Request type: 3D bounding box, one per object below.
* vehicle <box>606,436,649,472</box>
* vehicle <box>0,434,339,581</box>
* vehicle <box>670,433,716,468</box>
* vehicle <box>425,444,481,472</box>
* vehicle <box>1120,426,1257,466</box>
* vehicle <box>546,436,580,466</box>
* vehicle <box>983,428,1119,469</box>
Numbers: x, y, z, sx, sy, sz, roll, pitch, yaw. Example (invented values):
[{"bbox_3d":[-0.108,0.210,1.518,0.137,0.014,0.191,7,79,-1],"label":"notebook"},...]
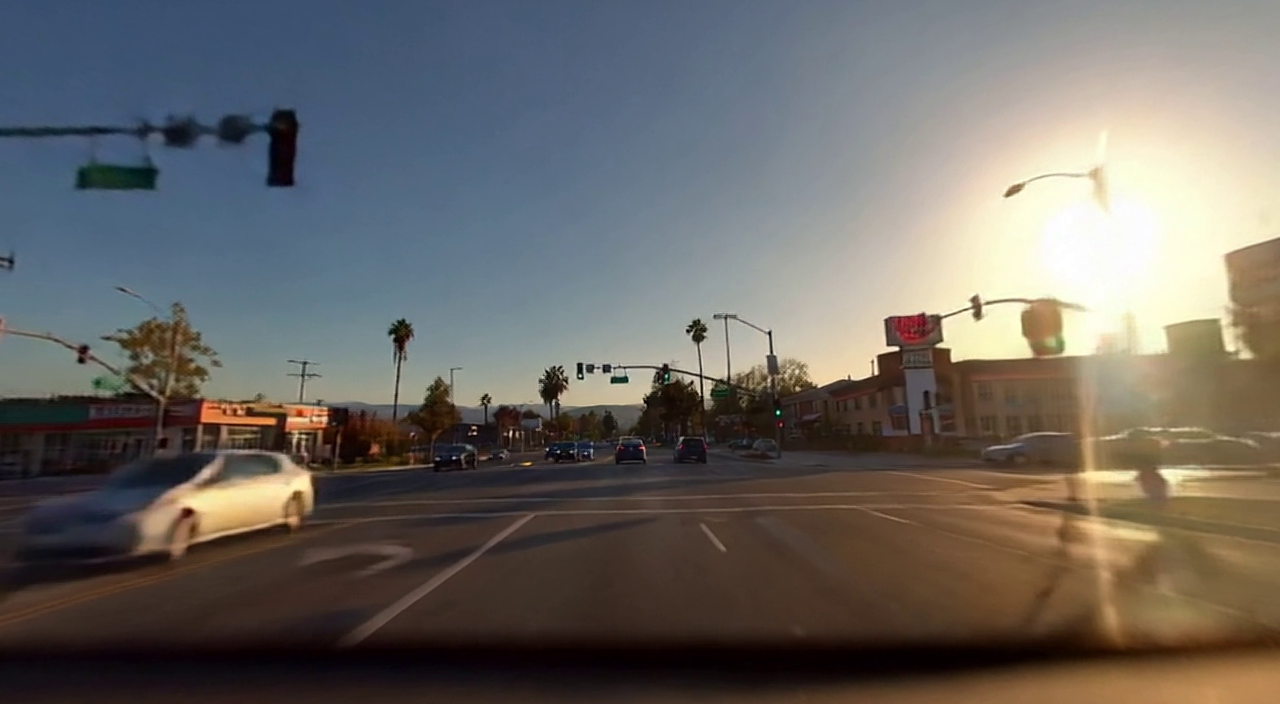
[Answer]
[{"bbox_3d":[-0.652,5.405,33.746,2.177,1.754,3.815,0,-9,-1],"label":"vehicle"},{"bbox_3d":[-6.305,1.947,8.820,1.979,1.480,4.553,0,-9,0],"label":"vehicle"},{"bbox_3d":[3.060,5.869,37.712,2.190,1.913,5.174,0,-9,-2],"label":"vehicle"},{"bbox_3d":[-13.493,7.645,46.035,2.287,1.874,5.798,0,-9,0],"label":"vehicle"},{"bbox_3d":[24.945,4.295,28.901,4.398,1.700,2.012,0,-9,-3],"label":"vehicle"},{"bbox_3d":[-5.802,7.558,48.469,2.072,2.107,4.723,0,-9,-1],"label":"vehicle"},{"bbox_3d":[18.545,4.381,28.747,4.685,1.704,2.118,0,-9,-2],"label":"vehicle"}]
